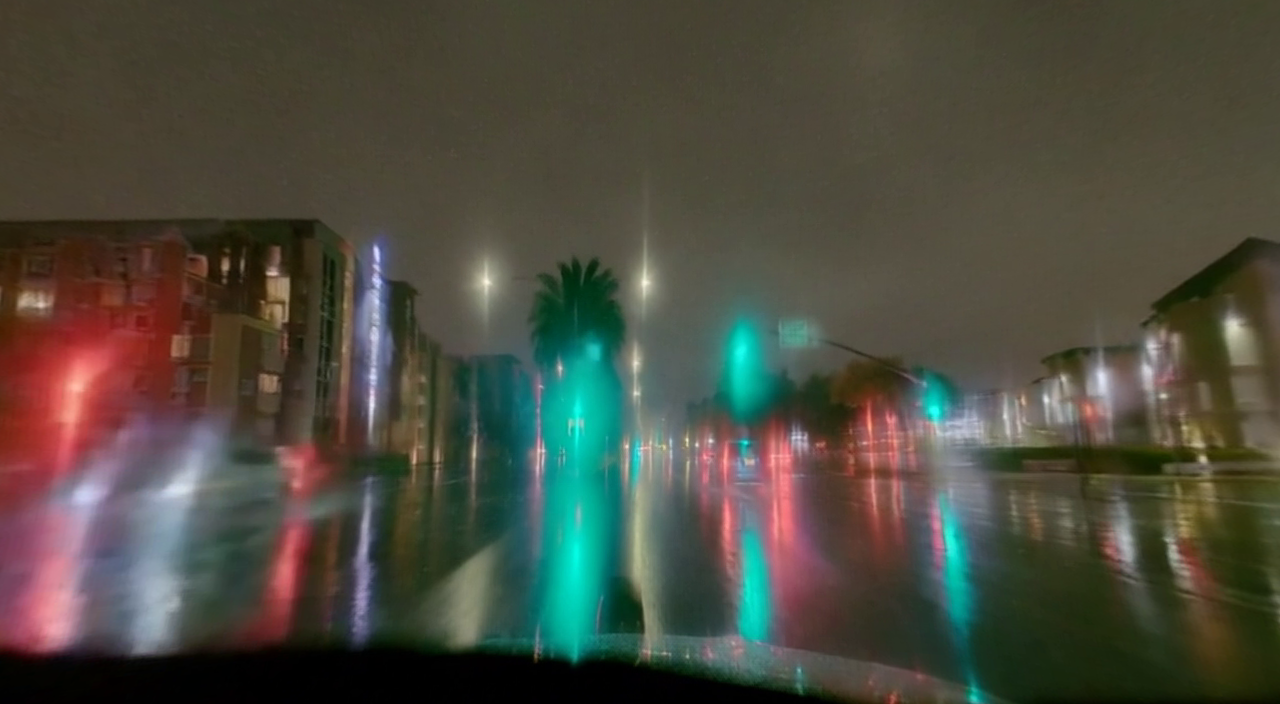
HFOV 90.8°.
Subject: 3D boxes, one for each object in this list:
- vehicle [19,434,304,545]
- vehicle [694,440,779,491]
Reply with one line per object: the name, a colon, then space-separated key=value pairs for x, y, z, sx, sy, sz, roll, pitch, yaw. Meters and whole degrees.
vehicle: x=-8.720 y=2.494 z=12.206 sx=2.010 sy=1.718 sz=4.443 roll=0 pitch=-8 yaw=0
vehicle: x=2.975 y=3.608 z=20.392 sx=1.964 sy=1.448 sz=4.295 roll=0 pitch=-8 yaw=-2
